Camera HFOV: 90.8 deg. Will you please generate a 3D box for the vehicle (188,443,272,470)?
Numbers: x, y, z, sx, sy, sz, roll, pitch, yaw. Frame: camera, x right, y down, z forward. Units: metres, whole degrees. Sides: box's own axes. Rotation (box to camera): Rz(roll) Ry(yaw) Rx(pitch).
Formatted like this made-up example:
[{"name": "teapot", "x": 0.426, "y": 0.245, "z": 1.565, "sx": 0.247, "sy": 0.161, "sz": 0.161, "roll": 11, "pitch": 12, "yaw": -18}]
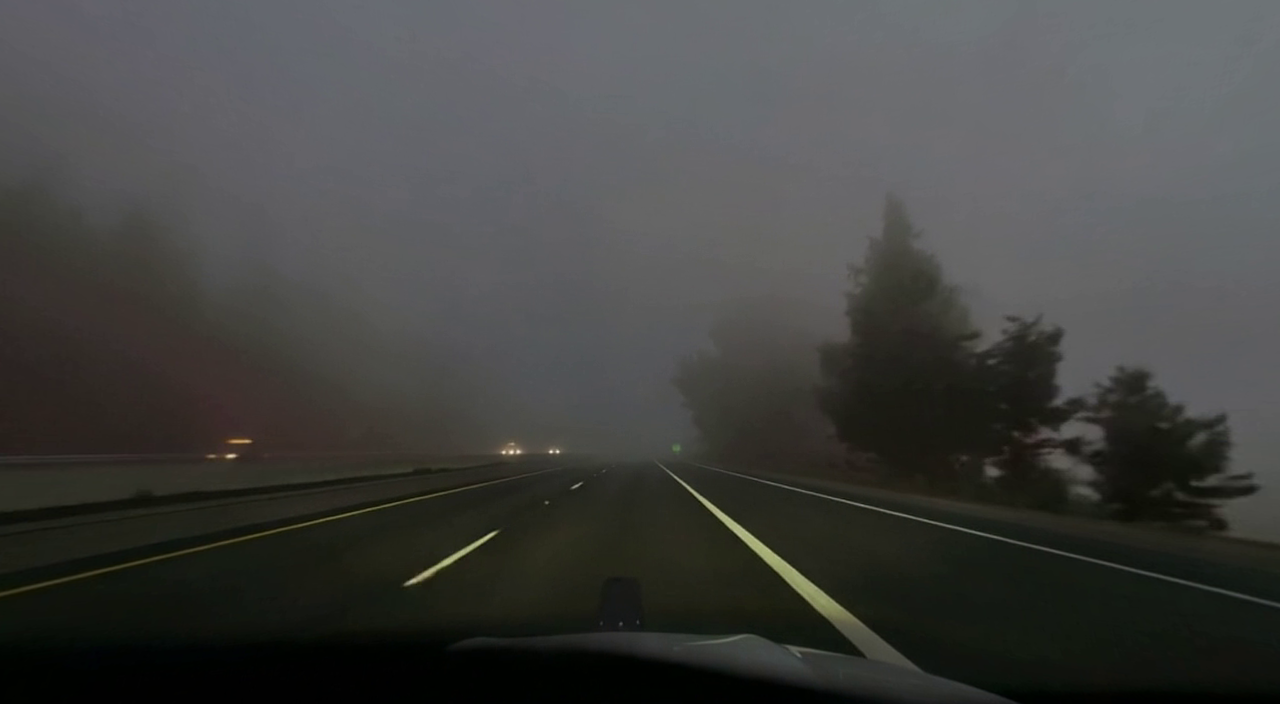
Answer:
[{"name": "vehicle", "x": -23.943, "y": 6.131, "z": 36.990, "sx": 1.778, "sy": 1.480, "sz": 4.047, "roll": -2, "pitch": -9, "yaw": 9}]
